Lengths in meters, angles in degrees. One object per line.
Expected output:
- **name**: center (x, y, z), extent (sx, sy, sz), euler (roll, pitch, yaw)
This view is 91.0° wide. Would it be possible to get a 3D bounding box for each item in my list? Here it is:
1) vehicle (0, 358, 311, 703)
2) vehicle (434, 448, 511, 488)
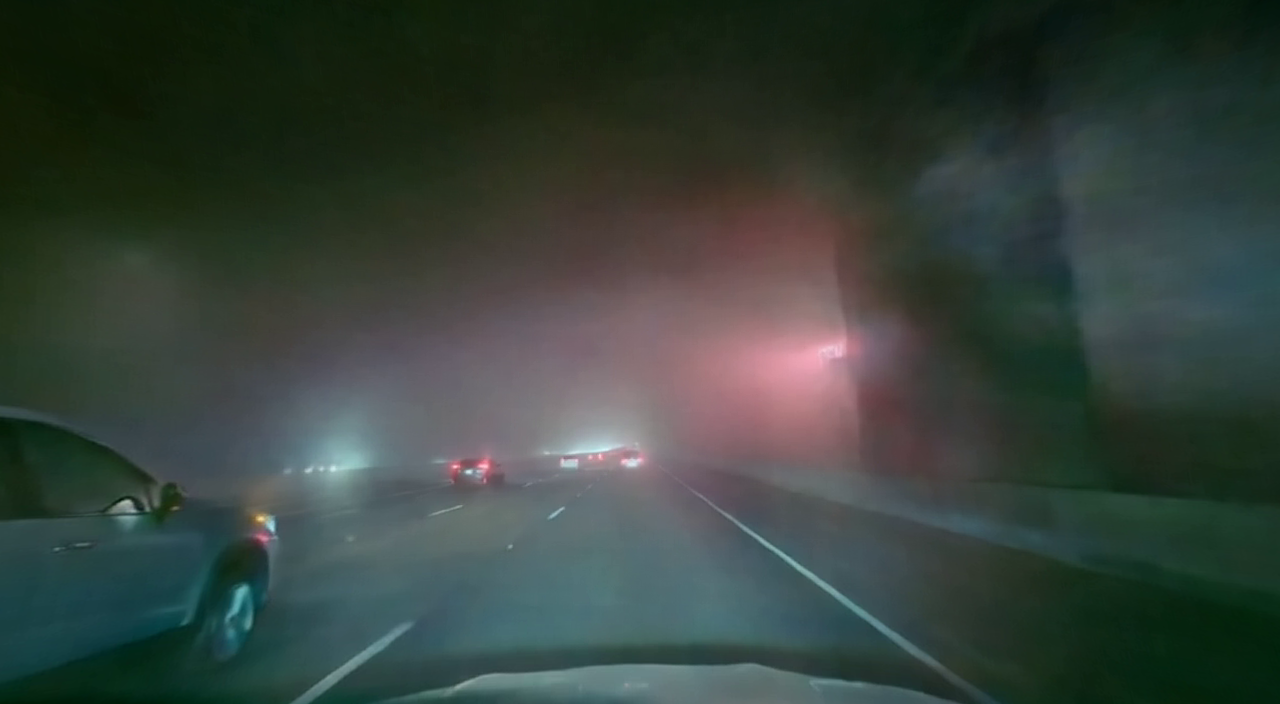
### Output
- **vehicle**: center (-3.762, 0.929, 2.866), extent (2.059, 1.725, 4.521), euler (0, -9, 0)
- **vehicle**: center (-7.215, 5.030, 27.713), extent (1.998, 1.542, 4.953), euler (0, -9, 1)
